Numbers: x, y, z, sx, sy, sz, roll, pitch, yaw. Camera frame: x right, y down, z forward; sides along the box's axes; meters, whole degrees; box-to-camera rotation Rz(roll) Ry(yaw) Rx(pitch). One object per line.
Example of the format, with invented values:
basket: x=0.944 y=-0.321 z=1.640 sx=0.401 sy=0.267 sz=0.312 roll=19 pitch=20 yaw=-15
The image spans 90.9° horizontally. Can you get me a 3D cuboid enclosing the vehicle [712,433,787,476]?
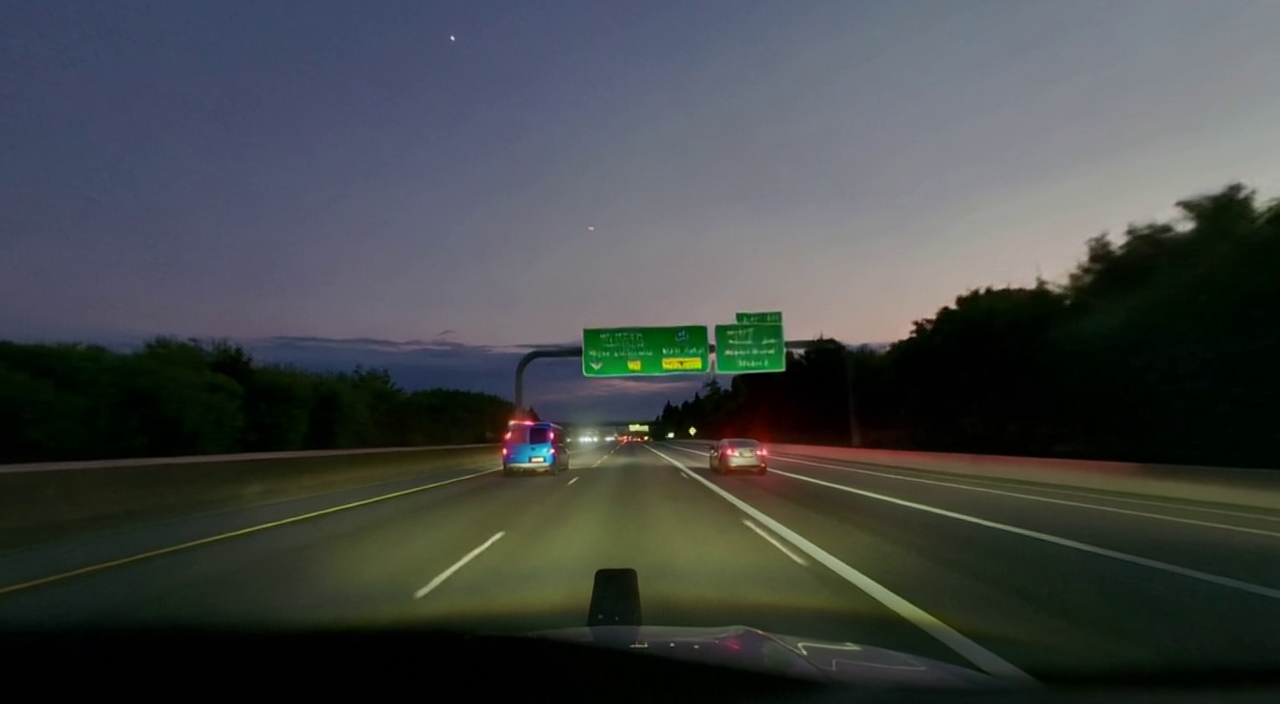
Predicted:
vehicle: x=3.988 y=3.781 z=23.640 sx=2.020 sy=1.464 sz=3.803 roll=0 pitch=-7 yaw=-2

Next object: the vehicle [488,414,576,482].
vehicle: x=-3.580 y=3.291 z=21.992 sx=2.275 sy=2.053 sz=5.082 roll=0 pitch=-7 yaw=-2
